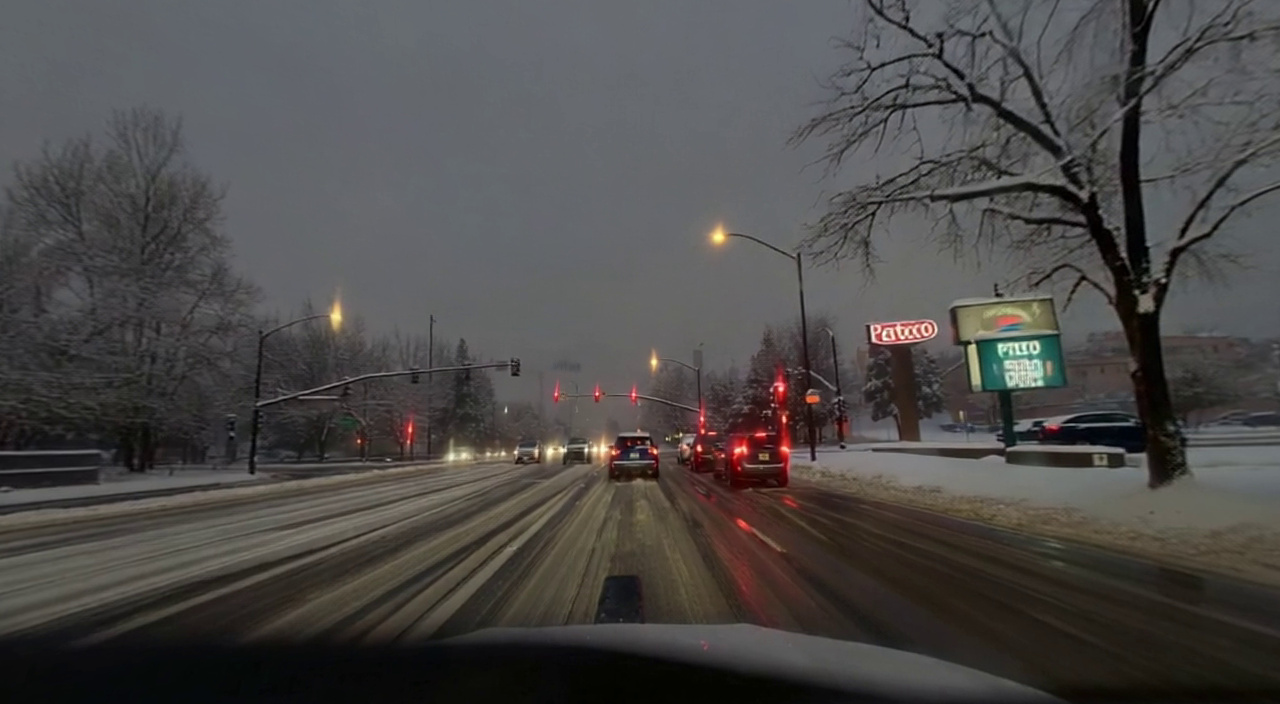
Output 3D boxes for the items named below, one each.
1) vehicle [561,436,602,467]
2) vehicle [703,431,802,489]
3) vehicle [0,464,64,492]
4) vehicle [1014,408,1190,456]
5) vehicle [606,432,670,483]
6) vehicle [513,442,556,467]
[{"bbox_3d":[-3.627,6.246,39.804,2.106,1.778,4.444,0,-9,0],"label":"vehicle"},{"bbox_3d":[3.526,3.493,20.729,2.198,1.660,4.512,0,-9,-3],"label":"vehicle"},{"bbox_3d":[-34.904,6.989,34.963,4.030,1.435,1.767,4,-10,-27],"label":"vehicle"},{"bbox_3d":[15.497,2.733,21.415,4.344,1.512,1.936,-1,-9,4],"label":"vehicle"},{"bbox_3d":[-0.150,3.877,23.405,2.146,1.685,4.003,0,-9,-2],"label":"vehicle"},{"bbox_3d":[-6.689,6.543,40.471,1.954,1.473,4.350,0,-9,1],"label":"vehicle"}]
